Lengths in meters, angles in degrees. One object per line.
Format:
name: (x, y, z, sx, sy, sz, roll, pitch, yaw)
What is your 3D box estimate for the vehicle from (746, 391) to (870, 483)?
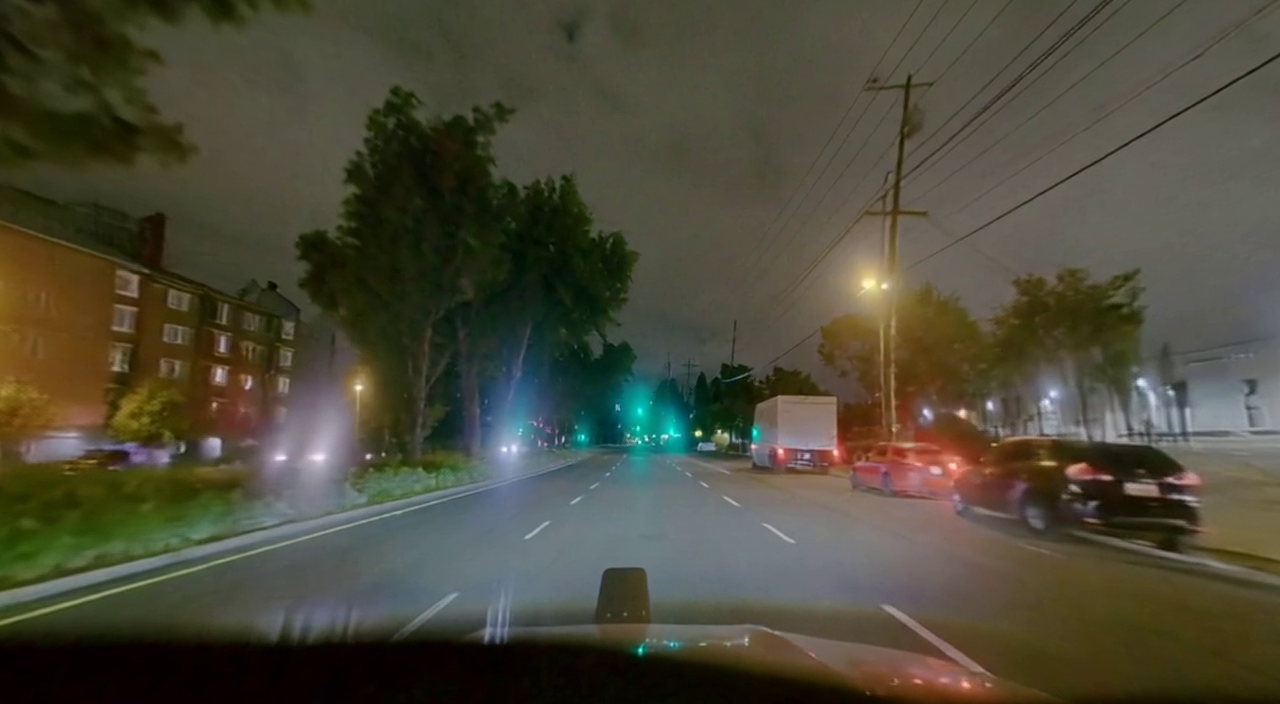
vehicle: (6.921, 3.803, 27.655, 2.761, 3.342, 8.958, 0, -9, -1)

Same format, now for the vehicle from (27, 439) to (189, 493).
vehicle: (-22.164, 4.844, 26.645, 2.327, 2.006, 5.039, -1, -11, 1)

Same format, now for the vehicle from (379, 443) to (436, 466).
vehicle: (-15.094, 6.663, 41.143, 1.863, 1.440, 4.771, 0, -8, 1)

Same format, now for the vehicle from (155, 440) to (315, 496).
vehicle: (-12.029, 3.440, 19.155, 1.853, 1.498, 4.465, 0, -8, 0)

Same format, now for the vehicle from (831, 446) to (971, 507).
vehicle: (6.805, 3.254, 17.050, 1.762, 1.414, 4.540, 0, -8, -1)

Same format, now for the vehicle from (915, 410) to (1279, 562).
vehicle: (6.926, 2.045, 10.481, 2.258, 1.845, 5.381, 0, -8, 0)
